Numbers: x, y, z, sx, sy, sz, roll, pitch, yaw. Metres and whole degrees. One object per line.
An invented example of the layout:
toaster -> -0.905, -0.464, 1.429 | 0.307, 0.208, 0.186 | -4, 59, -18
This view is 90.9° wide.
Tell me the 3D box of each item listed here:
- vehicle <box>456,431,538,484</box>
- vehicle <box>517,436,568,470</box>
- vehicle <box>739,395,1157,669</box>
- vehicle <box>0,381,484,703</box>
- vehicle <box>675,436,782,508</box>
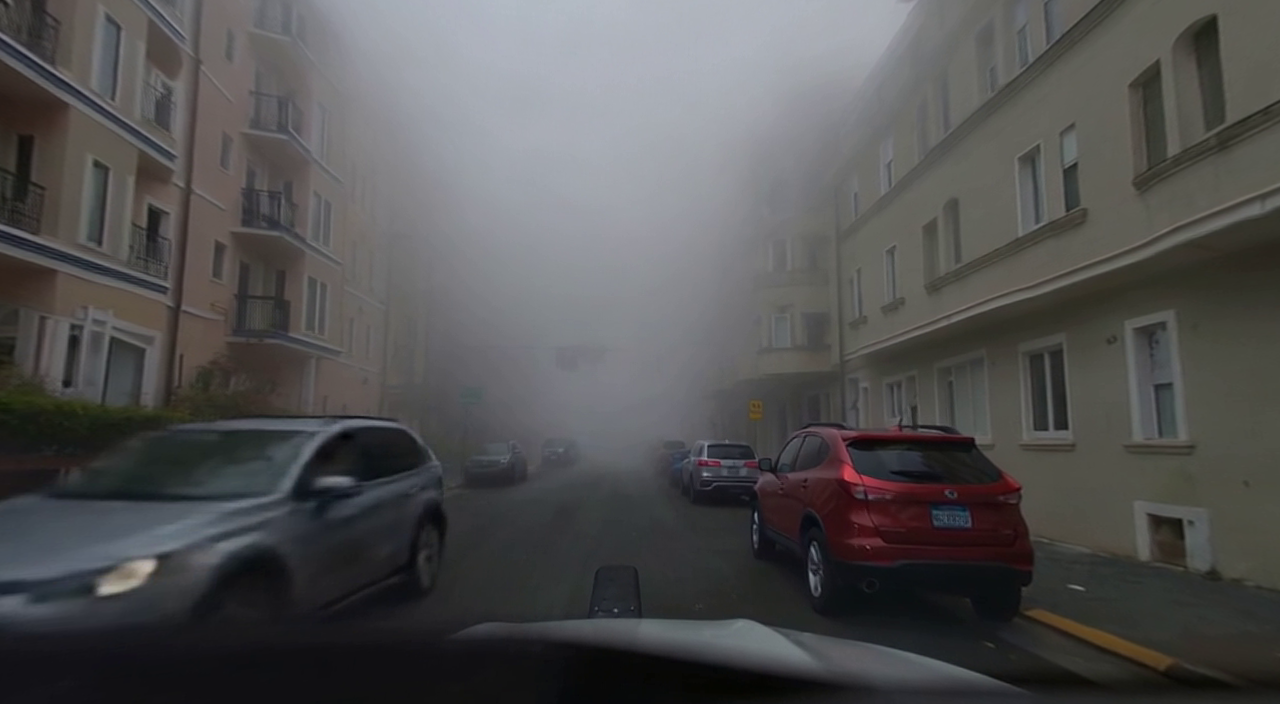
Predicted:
vehicle -> -4.921, 3.719, 22.300 | 1.942, 1.521, 3.761 | 5, -9, 0
vehicle -> -4.881, 5.148, 32.129 | 1.872, 1.484, 3.978 | 5, -9, 0
vehicle -> 2.229, 1.378, 5.932 | 1.839, 1.678, 3.918 | 0, -8, -2
vehicle -> -2.522, 1.122, 4.230 | 1.845, 1.544, 3.388 | -1, -8, 4
vehicle -> 1.954, 2.771, 15.184 | 1.786, 1.447, 4.314 | 0, -8, -2
